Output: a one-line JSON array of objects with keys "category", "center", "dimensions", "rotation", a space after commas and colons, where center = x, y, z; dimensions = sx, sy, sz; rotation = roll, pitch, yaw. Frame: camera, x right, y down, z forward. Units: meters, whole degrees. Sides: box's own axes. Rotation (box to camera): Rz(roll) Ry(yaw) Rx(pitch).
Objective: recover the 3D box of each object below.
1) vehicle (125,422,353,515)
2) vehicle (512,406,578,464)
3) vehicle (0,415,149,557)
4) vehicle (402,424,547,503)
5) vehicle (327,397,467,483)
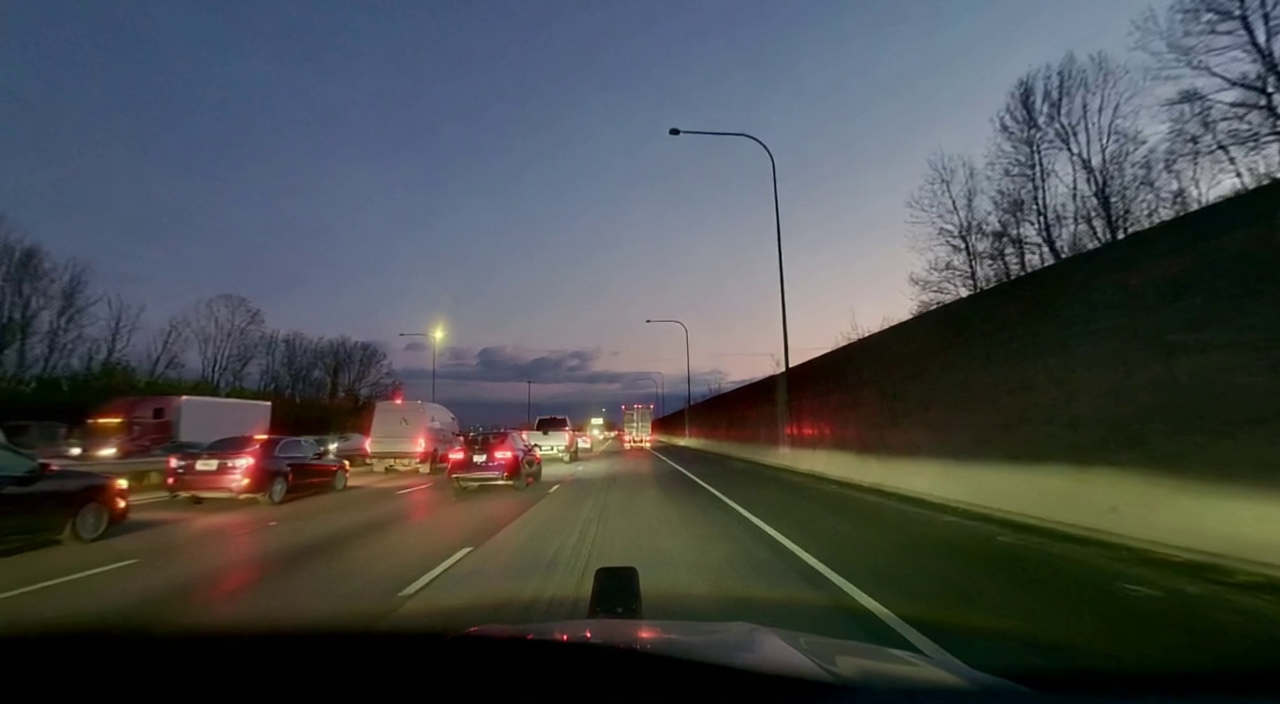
[{"category": "vehicle", "center": [-7.683, 2.233, 12.626], "dimensions": [1.957, 1.545, 3.971], "rotation": [0, -8, 0]}, {"category": "vehicle", "center": [-4.433, 3.984, 30.245], "dimensions": [2.427, 2.514, 5.159], "rotation": [0, -8, 0]}, {"category": "vehicle", "center": [-8.097, 1.468, 6.814], "dimensions": [2.032, 1.560, 4.327], "rotation": [0, -8, 0]}, {"category": "vehicle", "center": [-3.458, 2.400, 14.058], "dimensions": [2.089, 1.485, 4.153], "rotation": [0, -8, 0]}, {"category": "vehicle", "center": [-7.703, 2.878, 20.786], "dimensions": [2.386, 2.435, 5.831], "rotation": [0, -8, -1]}]
